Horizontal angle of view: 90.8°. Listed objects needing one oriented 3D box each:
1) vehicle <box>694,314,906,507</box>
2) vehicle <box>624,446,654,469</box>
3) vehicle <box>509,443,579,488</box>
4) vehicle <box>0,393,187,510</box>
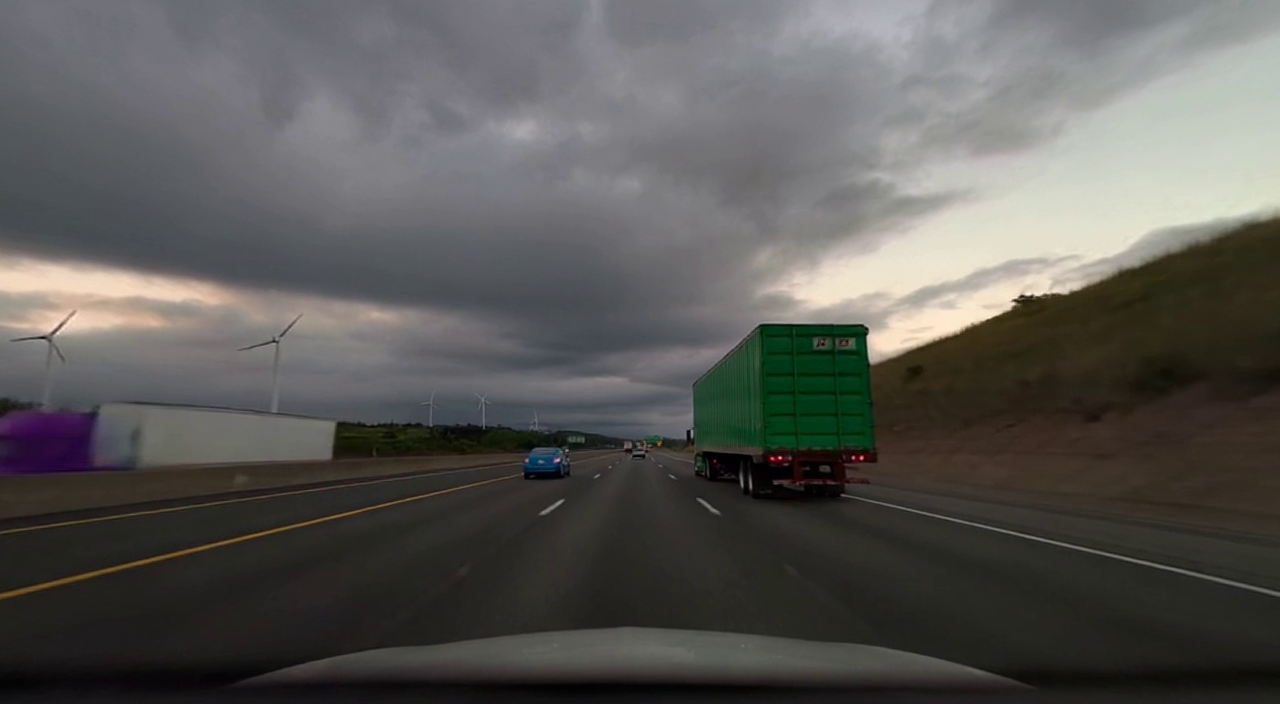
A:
[{"bbox_3d":[3.857,2.197,19.782,2.947,3.989,13.568,0,-9,-1],"label":"vehicle"},{"bbox_3d":[-0.074,7.089,42.510,1.931,1.453,3.695,0,-9,-1],"label":"vehicle"},{"bbox_3d":[-3.515,4.230,23.813,1.952,1.521,4.095,0,-9,0],"label":"vehicle"},{"bbox_3d":[-19.329,3.218,20.495,2.910,3.234,8.361,0,-9,0],"label":"vehicle"}]
